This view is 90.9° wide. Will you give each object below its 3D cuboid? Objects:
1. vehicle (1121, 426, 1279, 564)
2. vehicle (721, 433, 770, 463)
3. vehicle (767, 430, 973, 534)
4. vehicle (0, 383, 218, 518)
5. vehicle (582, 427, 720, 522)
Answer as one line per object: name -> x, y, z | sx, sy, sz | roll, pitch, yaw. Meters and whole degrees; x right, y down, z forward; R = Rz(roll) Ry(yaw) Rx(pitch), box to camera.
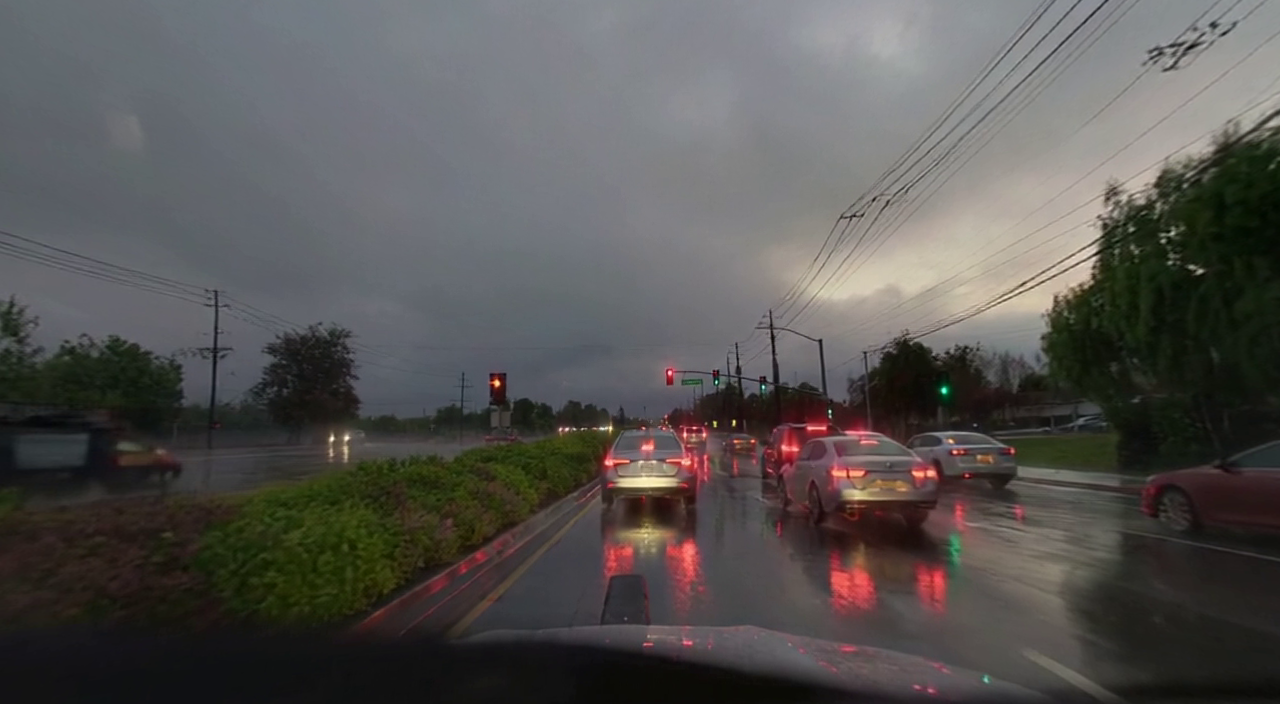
vehicle -> 7.904, 1.556, 6.886 | 1.905, 1.483, 4.469 | -1, -8, 3
vehicle -> 5.530, 5.090, 33.573 | 1.995, 1.491, 4.133 | 0, -8, 1
vehicle -> 3.727, 2.189, 11.282 | 2.028, 1.454, 4.531 | 0, -8, 1
vehicle -> -17.632, 2.898, 18.666 | 3.085, 3.375, 9.783 | -1, -8, 3
vehicle -> 0.195, 2.287, 12.347 | 2.208, 1.498, 4.401 | 0, -8, 1
